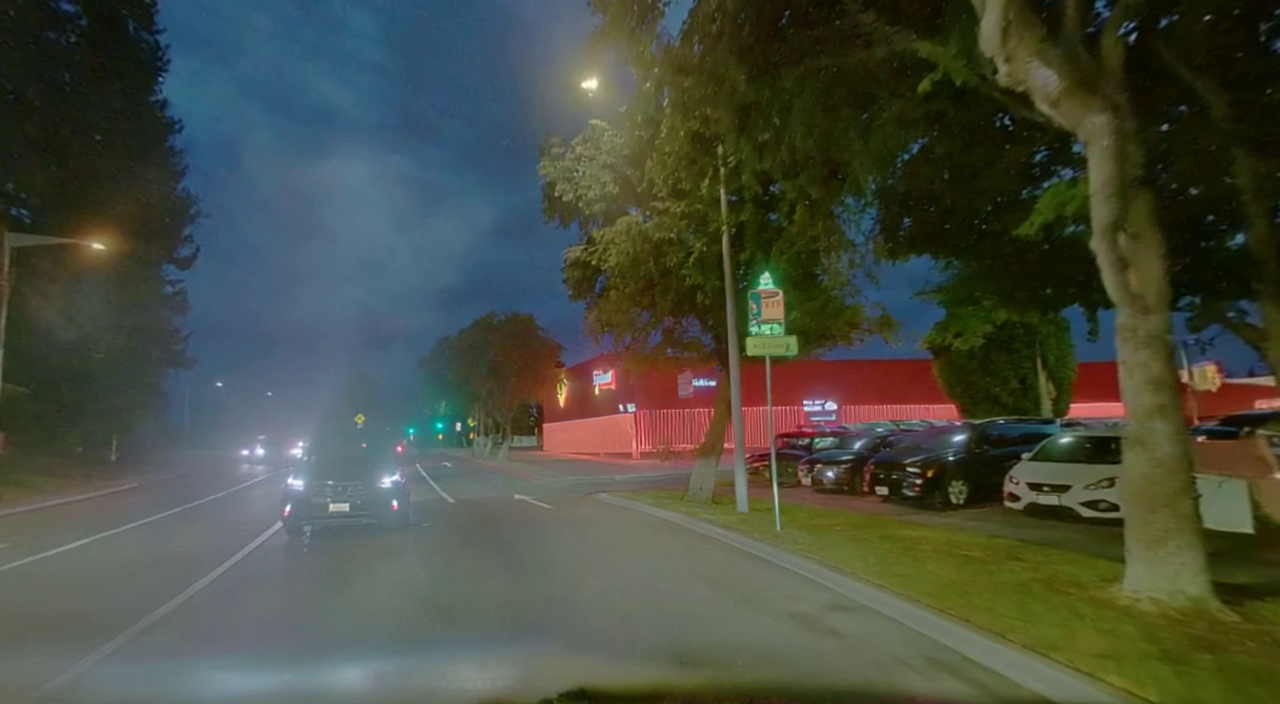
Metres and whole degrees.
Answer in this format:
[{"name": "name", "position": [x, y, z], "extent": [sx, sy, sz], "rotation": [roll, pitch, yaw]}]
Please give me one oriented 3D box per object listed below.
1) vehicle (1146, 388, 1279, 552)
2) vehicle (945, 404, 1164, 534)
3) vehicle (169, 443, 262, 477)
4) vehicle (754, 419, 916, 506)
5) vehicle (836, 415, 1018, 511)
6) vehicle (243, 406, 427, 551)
[{"name": "vehicle", "position": [7.139, 1.239, 7.021], "extent": [1.941, 1.446, 4.093], "rotation": [-7, -10, 42]}, {"name": "vehicle", "position": [6.043, 1.575, 9.022], "extent": [1.911, 1.440, 3.543], "rotation": [-7, -11, 43]}, {"name": "vehicle", "position": [-19.931, 5.046, 29.688], "extent": [1.802, 1.482, 3.661], "rotation": [0, -8, 0]}, {"name": "vehicle", "position": [4.376, 2.348, 13.849], "extent": [1.935, 1.441, 3.556], "rotation": [-9, -8, 42]}, {"name": "vehicle", "position": [5.394, 1.973, 11.645], "extent": [1.925, 1.455, 3.577], "rotation": [-7, -11, 43]}, {"name": "vehicle", "position": [-4.577, 1.868, 10.092], "extent": [2.065, 1.773, 4.128], "rotation": [3, -8, -19]}]
